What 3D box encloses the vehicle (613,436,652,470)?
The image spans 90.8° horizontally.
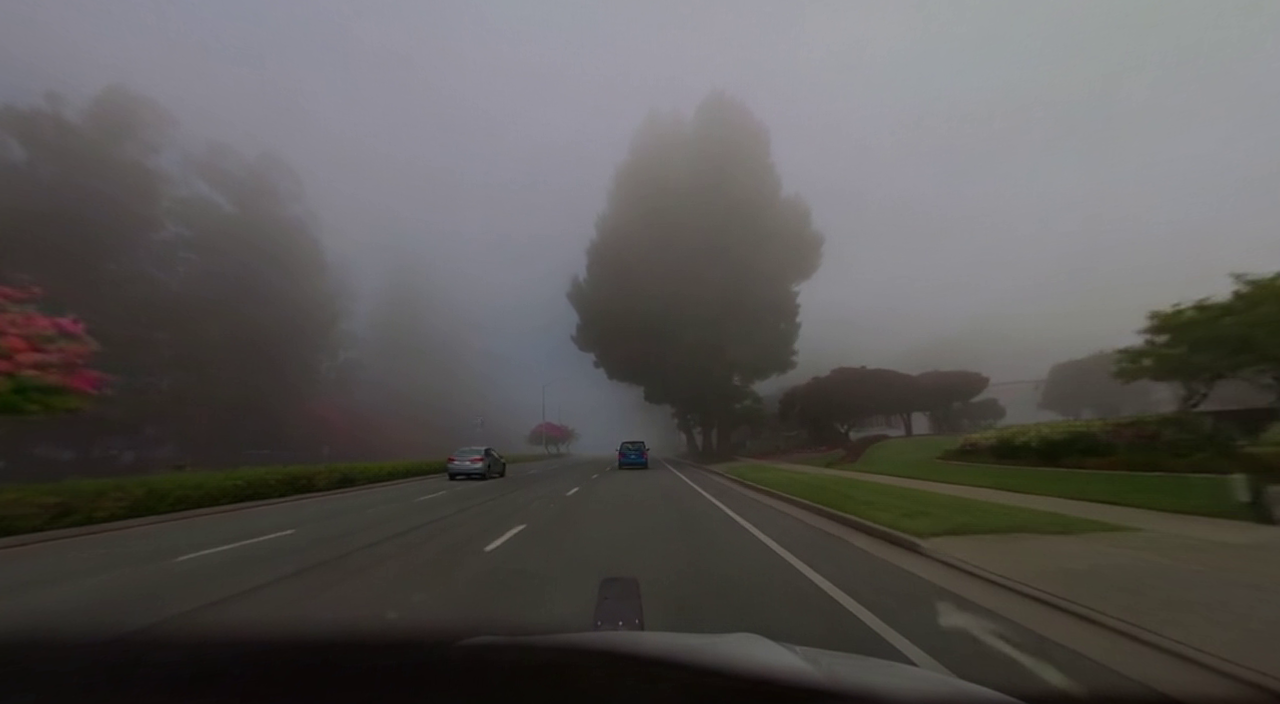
[{"bbox_3d":[-0.401,5.681,35.777,2.070,1.764,4.552,0,-8,0],"label":"vehicle"}]

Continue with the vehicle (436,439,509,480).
[{"bbox_3d":[-7.318,4.729,28.095,1.993,1.657,4.487,0,-8,1],"label":"vehicle"}]
